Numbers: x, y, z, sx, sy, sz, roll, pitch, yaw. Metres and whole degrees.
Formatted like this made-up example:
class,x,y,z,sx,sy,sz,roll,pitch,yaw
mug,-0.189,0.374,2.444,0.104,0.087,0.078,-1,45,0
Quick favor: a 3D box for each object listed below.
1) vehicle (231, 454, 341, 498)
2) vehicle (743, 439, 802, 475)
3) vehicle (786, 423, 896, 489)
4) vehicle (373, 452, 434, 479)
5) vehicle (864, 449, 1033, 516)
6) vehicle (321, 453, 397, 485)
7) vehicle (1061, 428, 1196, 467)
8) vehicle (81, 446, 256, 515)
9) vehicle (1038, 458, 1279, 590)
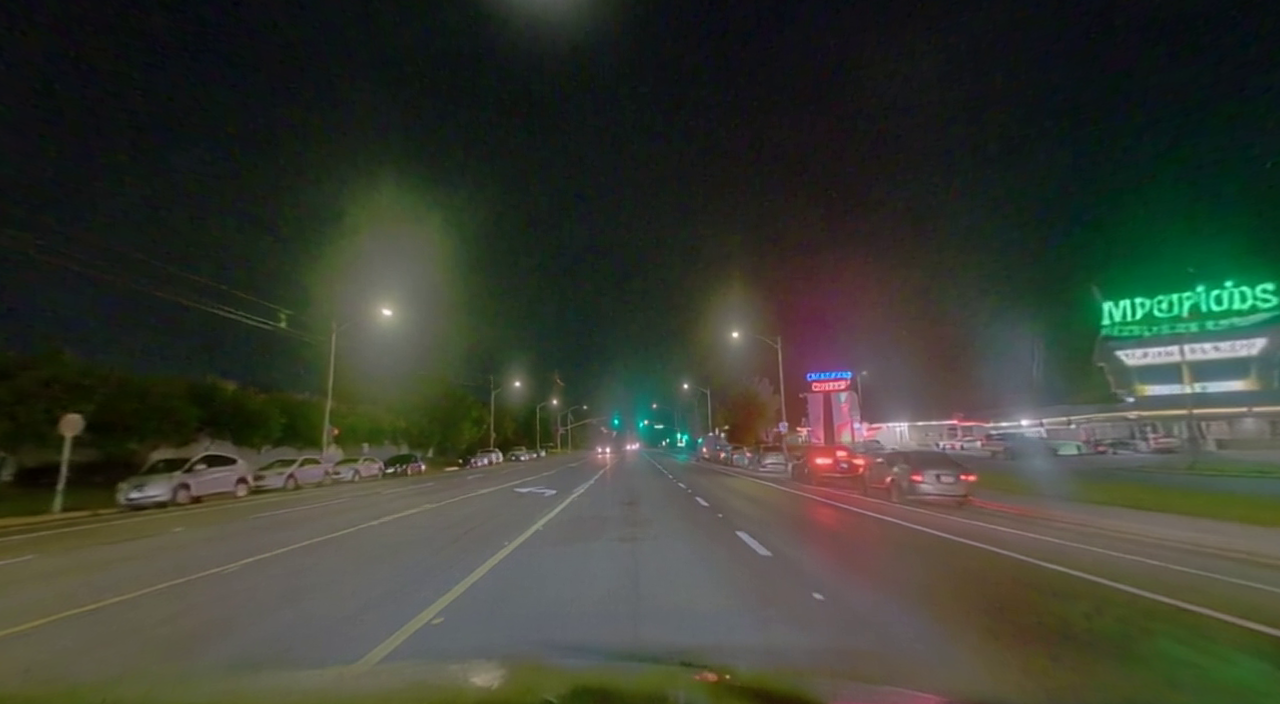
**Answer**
class,x,y,z,sx,sy,sz,roll,pitch,yaw
vehicle,-14.553,5.076,26.255,1.836,1.448,4.941,-1,-7,-1
vehicle,7.635,6.118,36.858,2.092,1.887,5.632,0,-9,-1
vehicle,7.744,4.161,25.080,2.327,2.296,5.692,0,-10,-2
vehicle,-14.482,6.945,38.818,1.897,1.517,4.802,0,-9,0
vehicle,7.942,3.379,16.845,1.992,1.499,4.715,0,-9,-2
vehicle,-14.614,6.084,32.992,1.880,1.488,4.483,0,-9,0
vehicle,27.421,5.412,35.557,2.195,2.015,5.433,5,-11,-33
vehicle,-14.546,3.932,19.881,2.002,1.765,4.775,-4,-9,-2
vehicle,7.764,2.106,8.218,1.811,1.361,4.852,0,-9,-2
